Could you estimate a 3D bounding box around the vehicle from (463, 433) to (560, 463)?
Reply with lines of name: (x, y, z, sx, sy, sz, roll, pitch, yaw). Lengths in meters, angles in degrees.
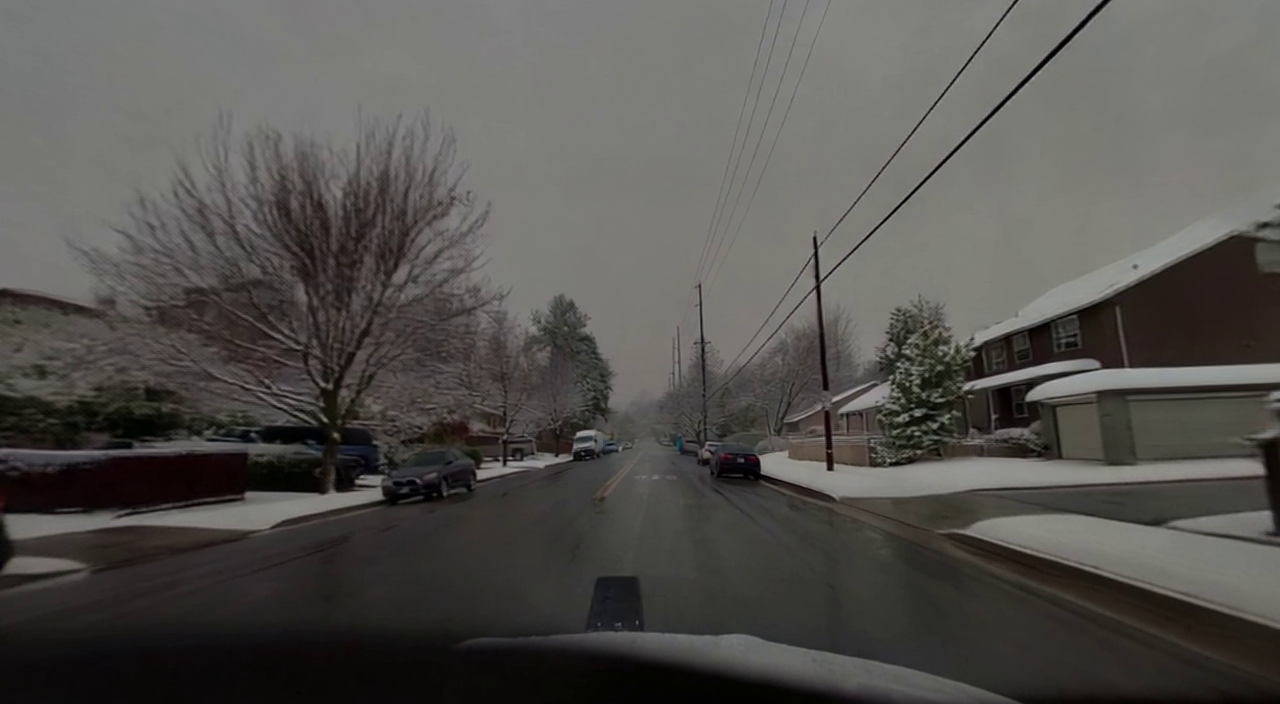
vehicle: (-9.435, 7.086, 46.806, 6.540, 2.079, 2.565, 0, -8, 2)

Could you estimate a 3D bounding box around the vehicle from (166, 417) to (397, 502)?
vehicle: (-10.842, 3.305, 20.027, 2.416, 2.211, 6.384, -2, -8, 16)

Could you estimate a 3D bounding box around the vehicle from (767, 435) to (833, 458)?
vehicle: (12.212, 7.256, 48.575, 4.530, 1.736, 2.144, 0, -8, 3)

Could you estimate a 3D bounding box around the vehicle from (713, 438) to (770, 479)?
vehicle: (4.016, 4.256, 25.538, 1.903, 1.500, 4.057, 0, -8, 4)

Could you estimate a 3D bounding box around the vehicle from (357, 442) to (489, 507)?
vehicle: (-6.260, 3.552, 18.873, 2.062, 1.500, 4.629, -3, -7, 4)
